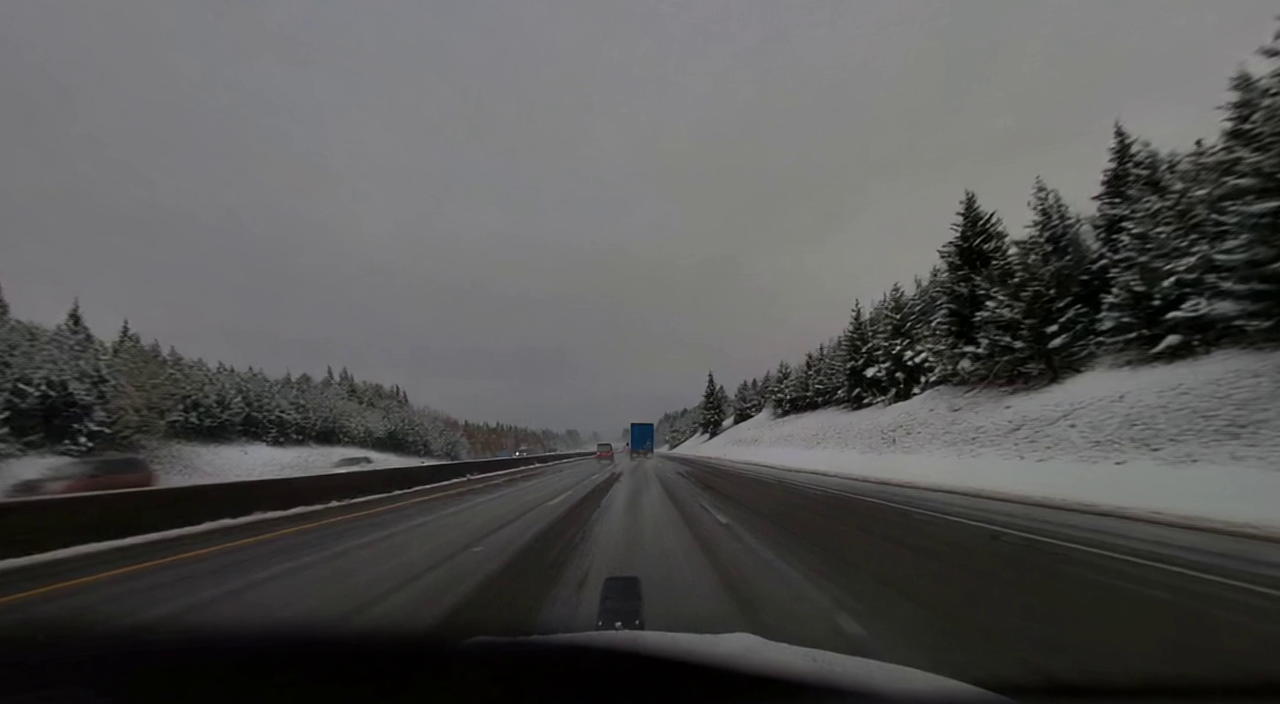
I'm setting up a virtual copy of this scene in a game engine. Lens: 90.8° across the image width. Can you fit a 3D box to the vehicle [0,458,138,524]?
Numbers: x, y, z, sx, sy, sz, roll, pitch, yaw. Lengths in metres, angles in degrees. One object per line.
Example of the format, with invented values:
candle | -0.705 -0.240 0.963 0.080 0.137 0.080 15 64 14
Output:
vehicle | -16.075 3.563 16.547 2.036 1.500 4.625 0 -9 0
